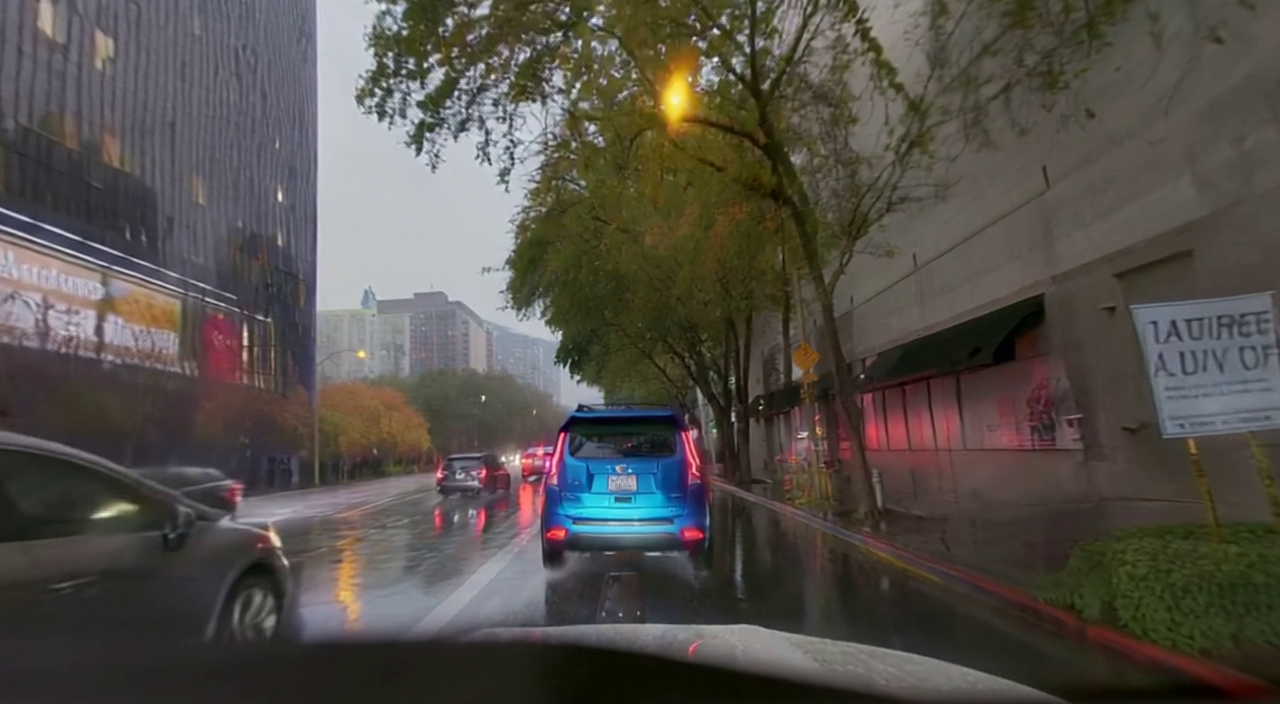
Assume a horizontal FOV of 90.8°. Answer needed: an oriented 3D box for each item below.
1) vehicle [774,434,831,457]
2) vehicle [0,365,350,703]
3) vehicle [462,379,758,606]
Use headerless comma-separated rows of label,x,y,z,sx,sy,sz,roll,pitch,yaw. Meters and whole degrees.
vehicle,10.461,5.990,40.427,1.877,1.416,3.965,-8,-12,41
vehicle,-3.340,0.997,3.004,1.971,1.658,4.428,0,-8,-3
vehicle,-0.340,1.522,7.716,2.531,1.930,4.382,0,-8,-2
